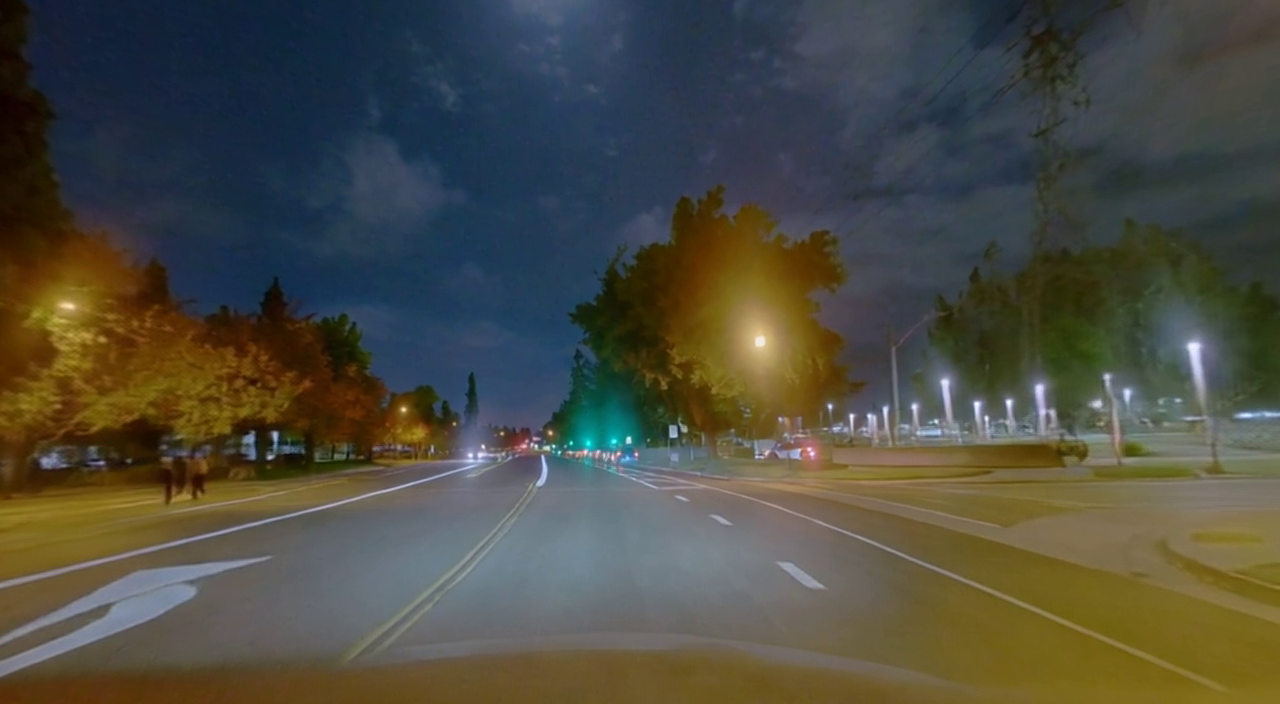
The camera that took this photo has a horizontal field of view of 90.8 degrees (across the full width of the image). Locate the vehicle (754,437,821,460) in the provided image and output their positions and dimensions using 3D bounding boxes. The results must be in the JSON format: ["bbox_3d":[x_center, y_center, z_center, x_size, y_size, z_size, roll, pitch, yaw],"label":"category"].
[{"bbox_3d":[10.347,6.793,44.448,4.201,1.546,1.749,1,-8,-7],"label":"vehicle"}]

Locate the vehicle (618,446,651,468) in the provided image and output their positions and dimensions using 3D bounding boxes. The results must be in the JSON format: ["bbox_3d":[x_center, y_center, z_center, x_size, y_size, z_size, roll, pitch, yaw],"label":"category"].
[{"bbox_3d":[-0.456,7.947,48.083,1.866,1.492,4.093,1,-8,-10],"label":"vehicle"}]
